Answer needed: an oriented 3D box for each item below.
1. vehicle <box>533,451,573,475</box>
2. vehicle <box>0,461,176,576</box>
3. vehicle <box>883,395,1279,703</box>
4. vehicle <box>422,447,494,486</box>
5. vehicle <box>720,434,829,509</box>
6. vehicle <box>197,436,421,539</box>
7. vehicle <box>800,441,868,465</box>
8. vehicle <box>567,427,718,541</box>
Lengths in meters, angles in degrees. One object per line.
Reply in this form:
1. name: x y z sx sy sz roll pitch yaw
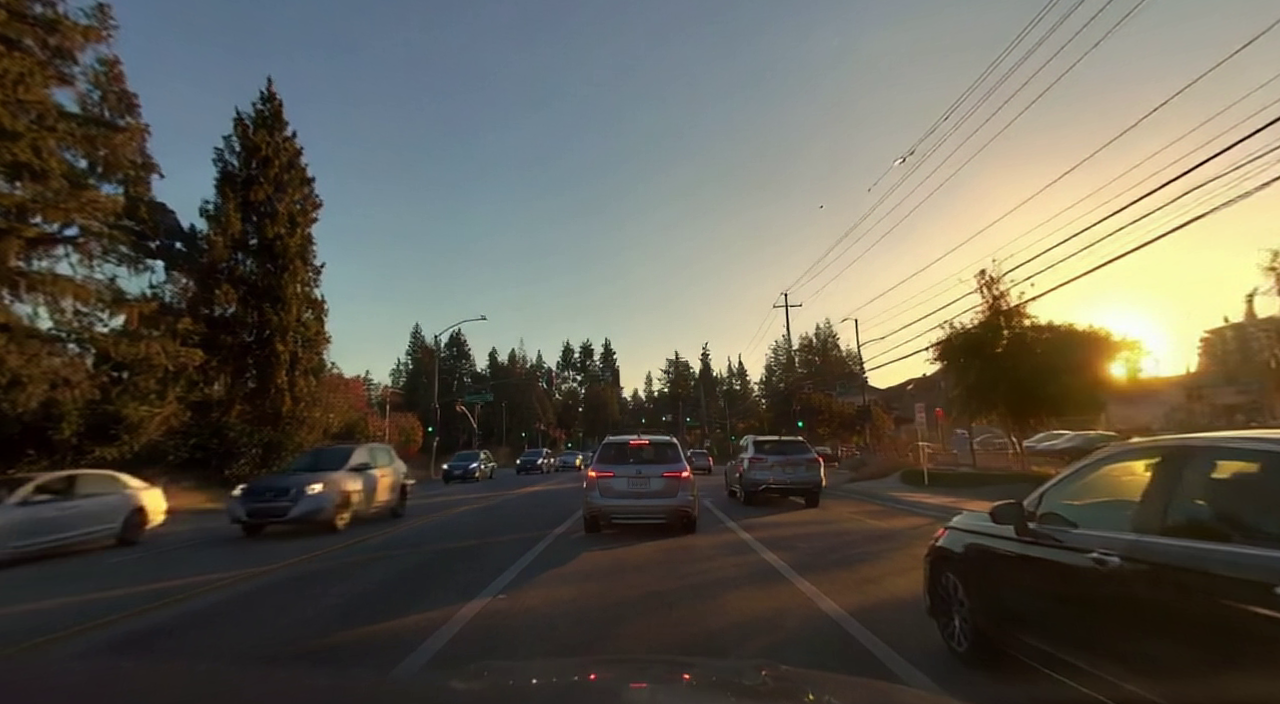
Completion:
1. vehicle: -5.825 7.439 42.478 1.974 1.466 4.427 -1 -8 1
2. vehicle: -9.511 2.419 9.386 1.854 1.459 4.288 0 -8 1
3. vehicle: 2.873 1.008 2.759 1.950 1.487 4.275 0 -8 1
4. vehicle: -9.393 5.938 33.129 2.086 1.850 5.349 -1 -8 1
5. vehicle: 3.319 3.023 16.411 1.914 1.698 4.049 0 -8 0
6. vehicle: -6.419 2.649 13.007 2.218 1.722 4.397 0 -8 0
7. vehicle: 14.304 7.449 46.587 4.406 1.668 2.041 3 -9 -20
8. vehicle: 0.052 2.247 11.390 2.200 1.653 4.127 0 -8 1
